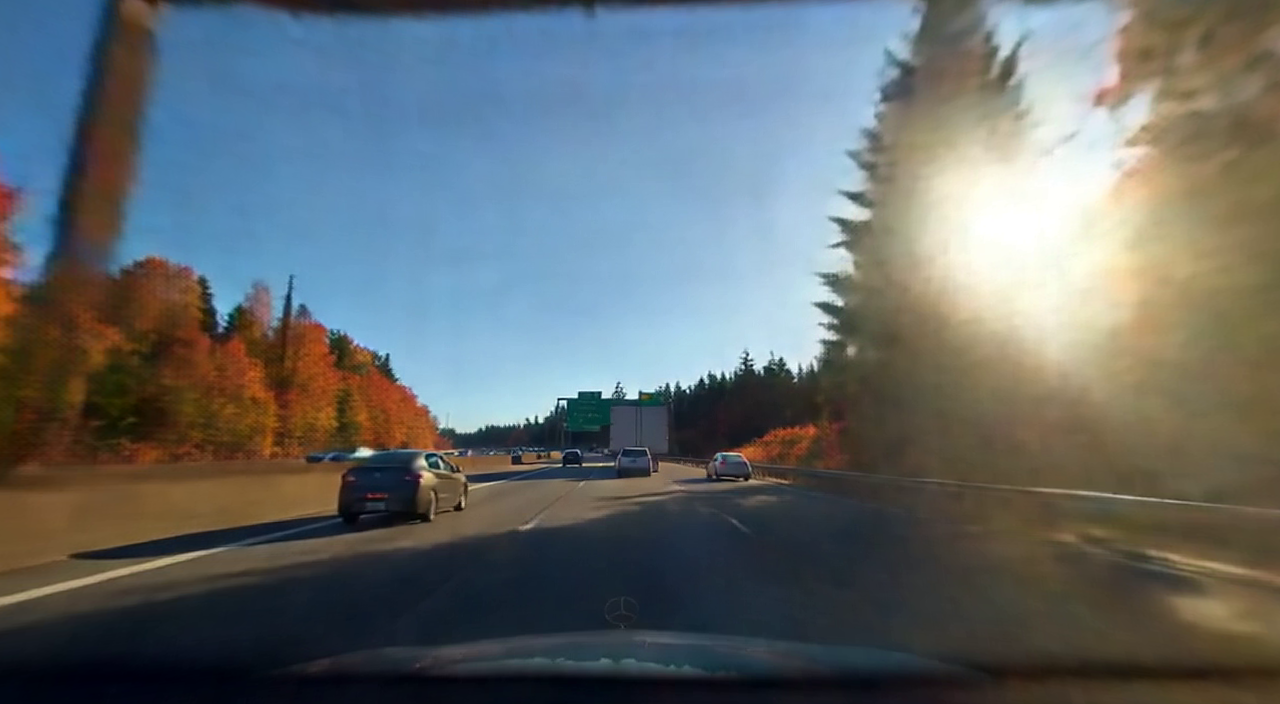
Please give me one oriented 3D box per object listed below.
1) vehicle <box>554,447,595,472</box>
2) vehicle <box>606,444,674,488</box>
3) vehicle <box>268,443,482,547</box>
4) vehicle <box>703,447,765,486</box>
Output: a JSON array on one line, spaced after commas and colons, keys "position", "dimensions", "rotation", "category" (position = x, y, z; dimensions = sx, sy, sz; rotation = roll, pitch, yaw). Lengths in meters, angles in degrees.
[{"position": [-4.701, 7.745, 45.425], "dimensions": [2.545, 1.679, 4.267], "rotation": [0, -9, 0], "category": "vehicle"}, {"position": [-0.041, 4.776, 26.547], "dimensions": [2.634, 1.679, 4.070], "rotation": [0, -9, -1], "category": "vehicle"}, {"position": [-4.360, 2.389, 11.159], "dimensions": [2.017, 1.469, 4.113], "rotation": [0, -9, 0], "category": "vehicle"}, {"position": [4.098, 5.060, 28.019], "dimensions": [2.035, 1.571, 4.413], "rotation": [0, -9, -1], "category": "vehicle"}]
